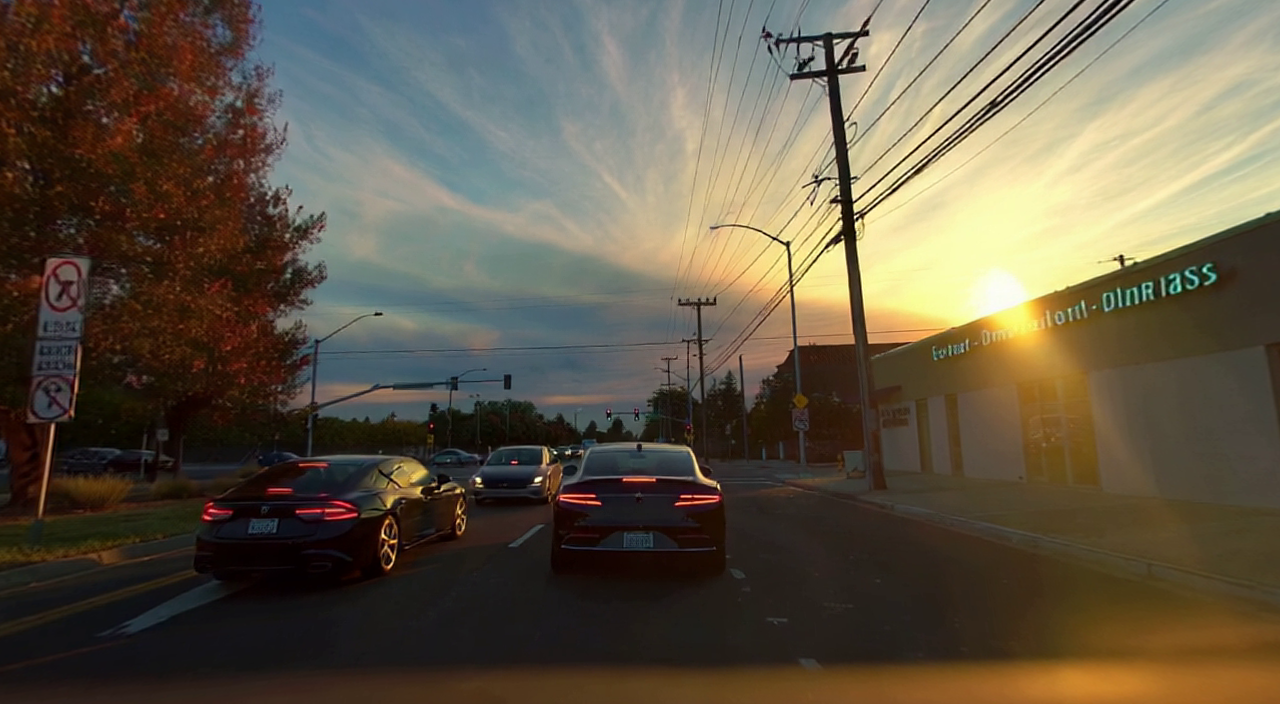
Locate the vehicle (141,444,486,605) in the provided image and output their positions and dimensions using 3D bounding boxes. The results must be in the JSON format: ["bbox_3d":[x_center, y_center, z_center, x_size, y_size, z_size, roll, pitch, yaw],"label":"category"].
[{"bbox_3d":[-3.231,1.742,7.321,1.765,1.319,4.013,0,-9,2],"label":"vehicle"}]

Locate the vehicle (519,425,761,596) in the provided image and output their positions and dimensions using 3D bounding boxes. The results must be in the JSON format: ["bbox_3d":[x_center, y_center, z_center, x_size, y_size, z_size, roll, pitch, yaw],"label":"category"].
[{"bbox_3d":[-0.009,1.680,7.537,2.101,1.469,3.955,0,-9,0],"label":"vehicle"}]
